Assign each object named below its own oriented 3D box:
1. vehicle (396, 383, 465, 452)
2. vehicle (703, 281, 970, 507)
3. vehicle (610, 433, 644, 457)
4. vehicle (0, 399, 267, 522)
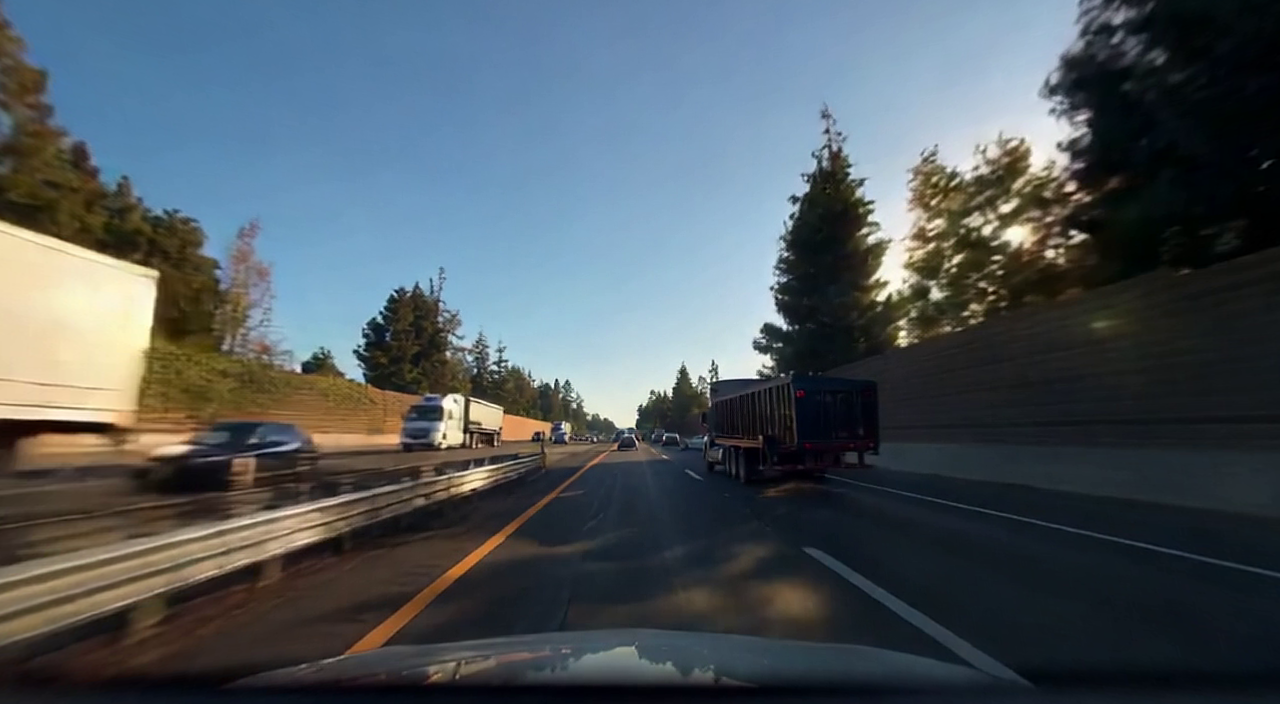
[{"bbox_3d":[-13.468,4.259,40.705,3.405,4.213,2.708,0,-8,-1],"label":"vehicle"},{"bbox_3d":[4.171,1.632,18.187,2.953,4.045,13.843,0,-8,-1],"label":"vehicle"},{"bbox_3d":[-0.808,6.017,41.048,2.119,1.480,4.000,0,-8,-1],"label":"vehicle"},{"bbox_3d":[-8.136,1.619,9.893,1.885,1.483,4.516,0,-8,-2],"label":"vehicle"}]
